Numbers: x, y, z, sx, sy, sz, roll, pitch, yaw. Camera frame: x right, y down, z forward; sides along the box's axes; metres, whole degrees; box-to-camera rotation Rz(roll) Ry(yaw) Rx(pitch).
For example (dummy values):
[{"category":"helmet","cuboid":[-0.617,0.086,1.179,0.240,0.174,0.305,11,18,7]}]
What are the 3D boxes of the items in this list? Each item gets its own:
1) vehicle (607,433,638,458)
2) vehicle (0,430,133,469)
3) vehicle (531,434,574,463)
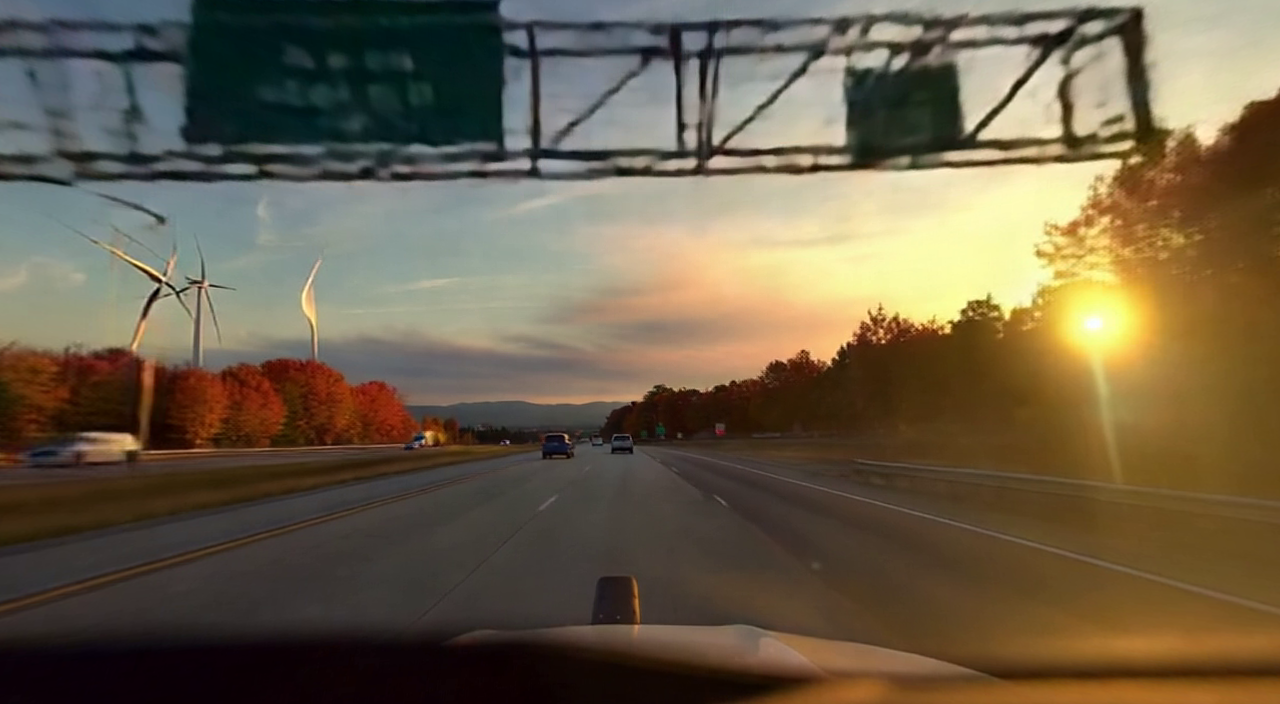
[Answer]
[{"category":"vehicle","cuboid":[-1.265,7.014,47.338,2.213,1.774,4.563,0,-8,-1]},{"category":"vehicle","cuboid":[-28.634,4.867,31.631,2.046,1.773,5.016,0,-8,0]},{"category":"vehicle","cuboid":[-5.156,5.749,37.630,2.062,1.622,4.153,0,-8,-1]}]
